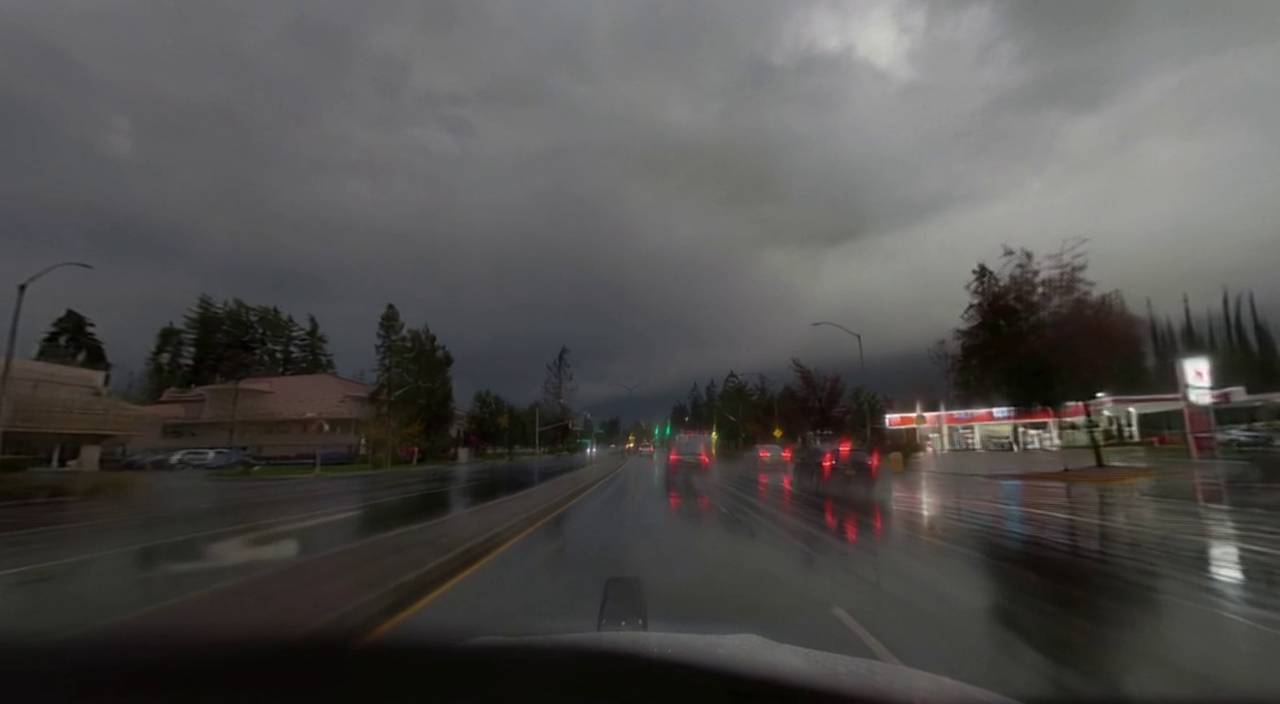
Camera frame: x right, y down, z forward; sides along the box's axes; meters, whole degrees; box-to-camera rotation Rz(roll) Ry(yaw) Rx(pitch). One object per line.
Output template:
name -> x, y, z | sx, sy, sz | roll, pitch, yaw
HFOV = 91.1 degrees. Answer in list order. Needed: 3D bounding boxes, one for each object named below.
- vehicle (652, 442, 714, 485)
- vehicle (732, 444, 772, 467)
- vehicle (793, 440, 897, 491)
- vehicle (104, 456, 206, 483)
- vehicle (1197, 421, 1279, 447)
vehicle -> 1.550, 4.255, 24.337 | 1.971, 1.479, 4.493 | 0, -8, -2
vehicle -> 7.555, 7.025, 42.723 | 1.930, 1.479, 4.477 | 0, -8, 1
vehicle -> 6.614, 3.702, 20.813 | 1.918, 1.484, 4.456 | 0, -8, 0
vehicle -> -29.054, 7.001, 37.655 | 4.510, 1.504, 2.005 | -1, -8, 3
vehicle -> 46.352, 6.359, 48.396 | 2.078, 1.893, 5.228 | 0, -8, 1
